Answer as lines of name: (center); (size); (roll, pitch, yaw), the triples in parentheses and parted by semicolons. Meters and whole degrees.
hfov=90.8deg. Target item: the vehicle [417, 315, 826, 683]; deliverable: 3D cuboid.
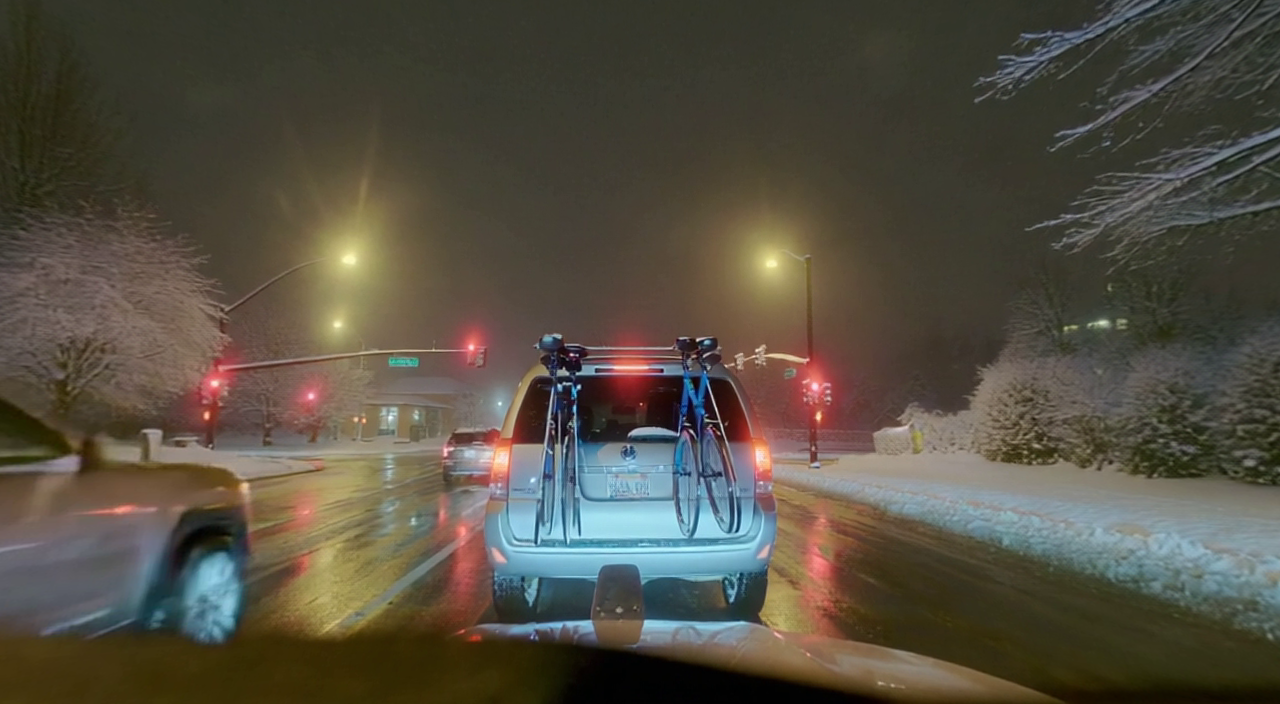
vehicle: (-0.243, 1.156, 6.010); (2.333, 2.087, 4.586); (1, -8, -4)

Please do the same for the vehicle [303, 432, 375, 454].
vehicle: (-23.178, 7.055, 48.722); (4.576, 1.632, 1.960); (1, -9, -8)

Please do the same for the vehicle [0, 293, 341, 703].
vehicle: (-3.476, 0.715, 2.180); (2.337, 1.858, 5.409); (0, -8, -1)
